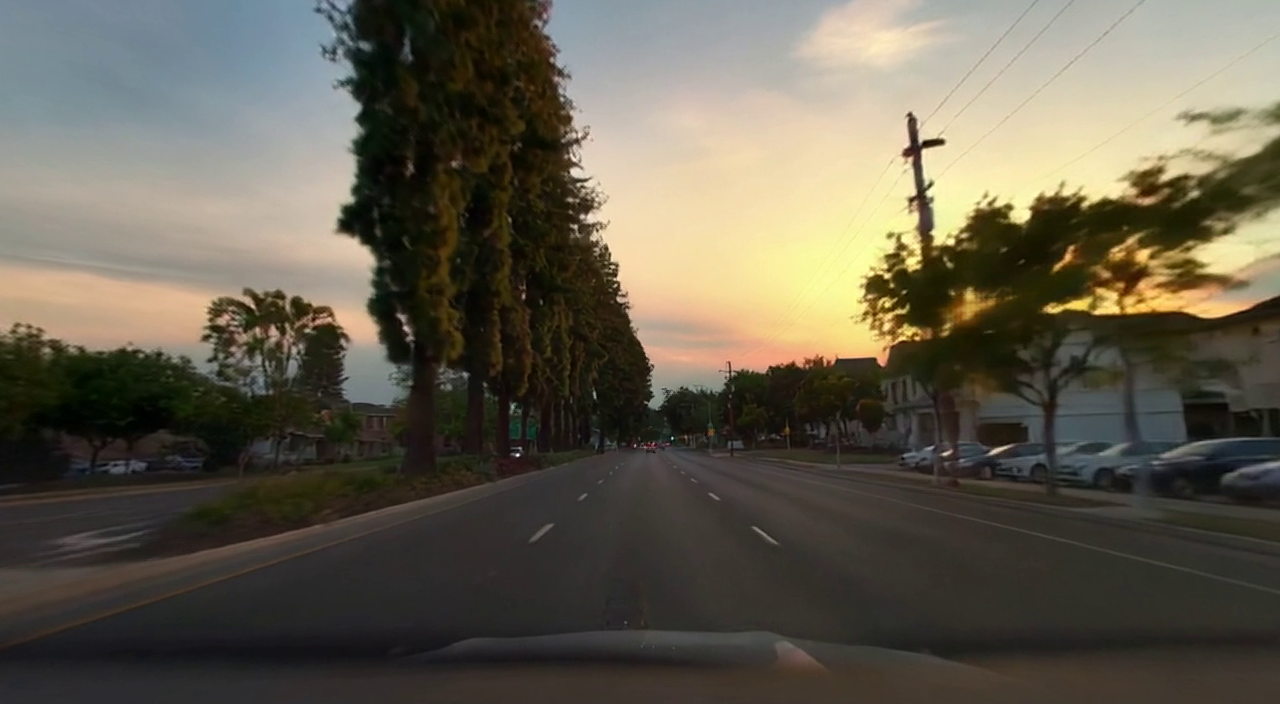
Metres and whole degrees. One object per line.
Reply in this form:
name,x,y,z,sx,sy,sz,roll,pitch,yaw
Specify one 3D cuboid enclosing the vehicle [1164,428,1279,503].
vehicle,15.377,2.635,14.791,4.350,1.631,1.954,0,-8,0
